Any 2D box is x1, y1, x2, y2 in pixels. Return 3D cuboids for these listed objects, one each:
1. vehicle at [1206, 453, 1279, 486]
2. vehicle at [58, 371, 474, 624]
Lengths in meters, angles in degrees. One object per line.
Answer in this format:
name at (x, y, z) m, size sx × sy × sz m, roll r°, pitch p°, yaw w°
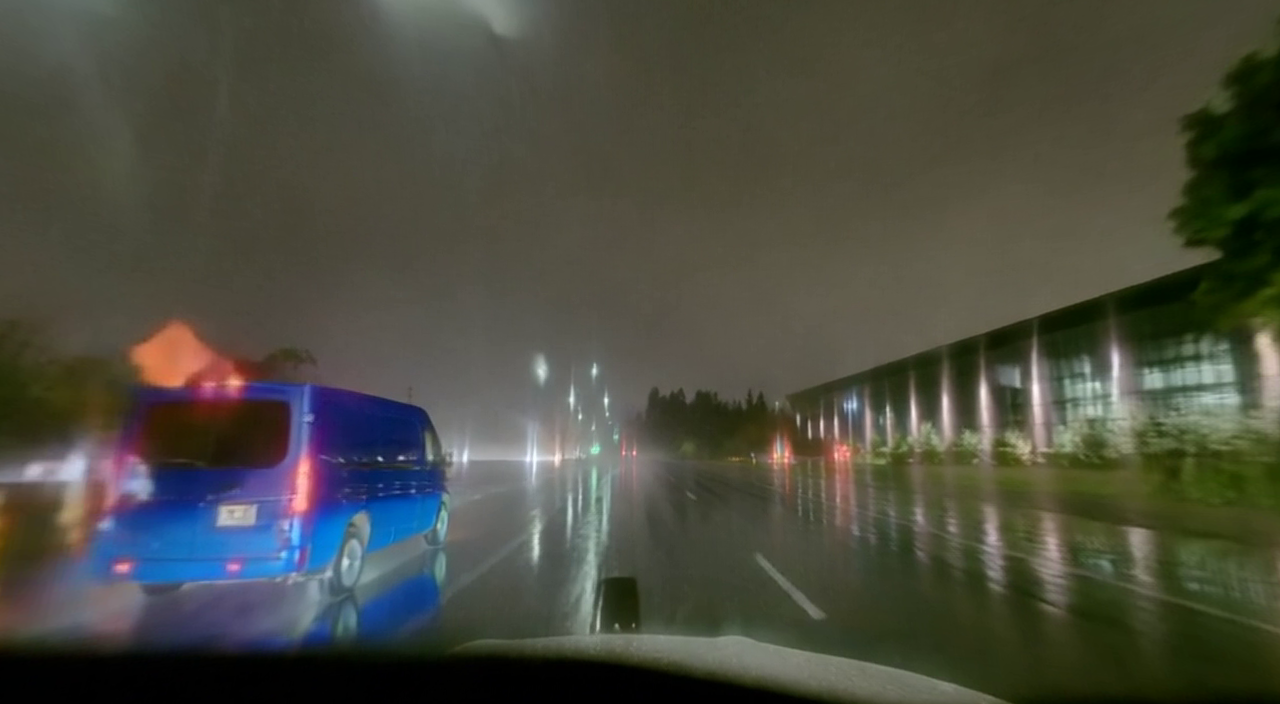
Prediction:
vehicle at (30.028, 5.681, 30.349) m, size 3.860 × 1.433 × 1.875 m, roll 3°, pitch -10°, yaw -2°
vehicle at (-3.524, 1.478, 7.274) m, size 2.046 × 1.982 × 4.465 m, roll 0°, pitch -9°, yaw -1°
